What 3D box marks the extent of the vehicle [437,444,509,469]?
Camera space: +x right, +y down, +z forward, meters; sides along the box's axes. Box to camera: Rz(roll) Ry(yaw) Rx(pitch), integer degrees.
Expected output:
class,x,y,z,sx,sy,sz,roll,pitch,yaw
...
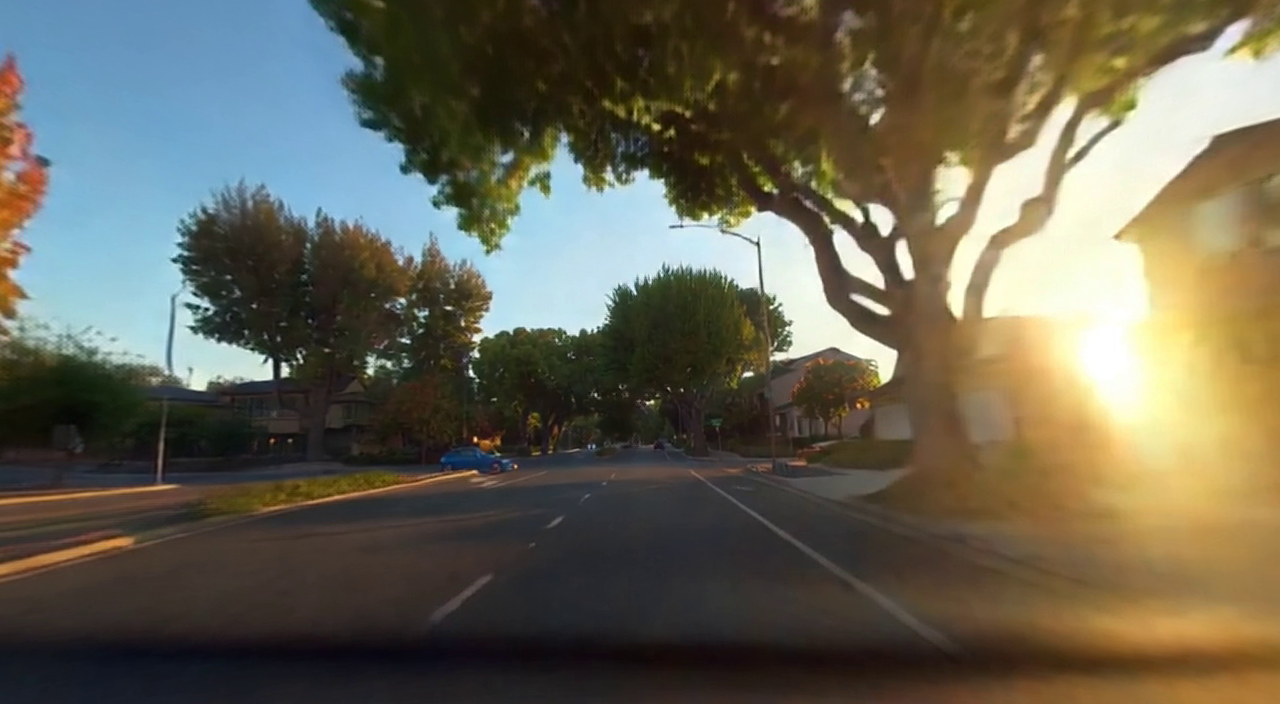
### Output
class,x,y,z,sx,sy,sz,roll,pitch,yaw
vehicle,-11.916,7.436,44.963,4.788,1.666,2.170,3,-9,-17
